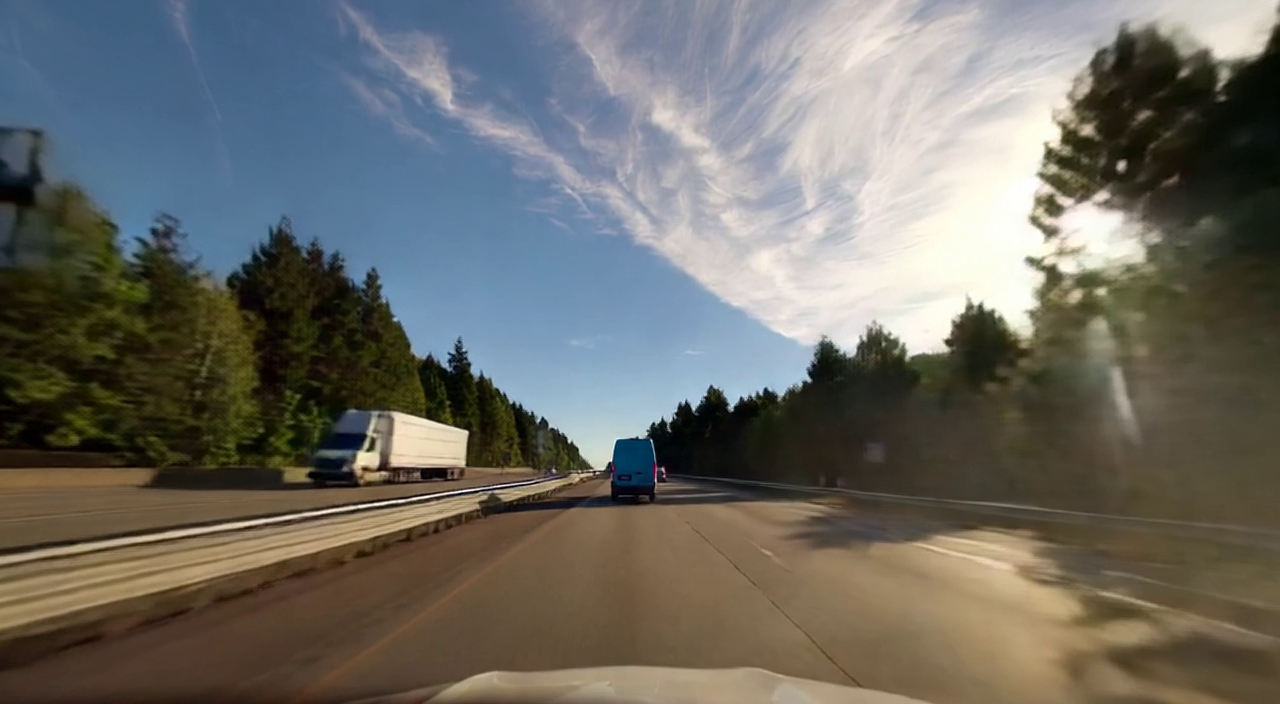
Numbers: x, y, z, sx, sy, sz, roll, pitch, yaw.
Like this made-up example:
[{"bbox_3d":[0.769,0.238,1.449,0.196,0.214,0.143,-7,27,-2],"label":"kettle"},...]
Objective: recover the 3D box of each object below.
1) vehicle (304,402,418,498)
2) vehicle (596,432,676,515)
[{"bbox_3d":[-13.930,5.020,32.059,3.147,4.399,5.202,1,-10,0],"label":"vehicle"},{"bbox_3d":[-0.249,4.194,21.969,2.375,2.432,6.161,1,-10,-2],"label":"vehicle"}]
